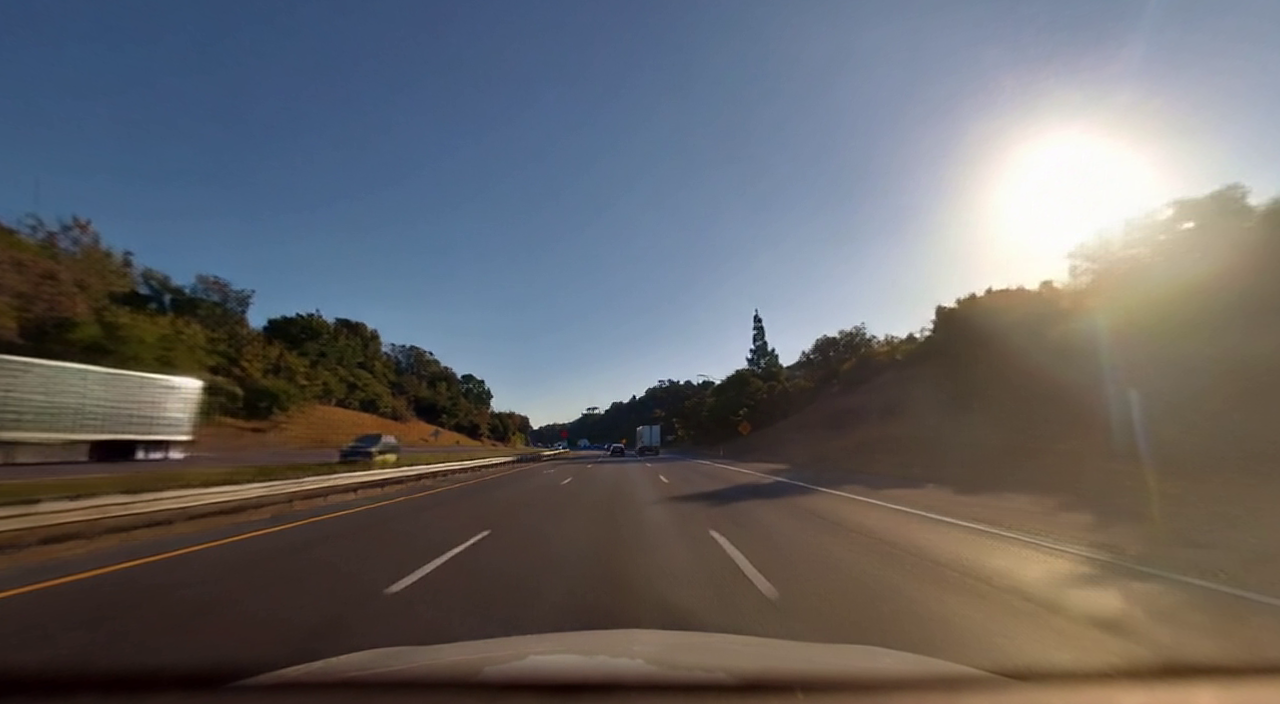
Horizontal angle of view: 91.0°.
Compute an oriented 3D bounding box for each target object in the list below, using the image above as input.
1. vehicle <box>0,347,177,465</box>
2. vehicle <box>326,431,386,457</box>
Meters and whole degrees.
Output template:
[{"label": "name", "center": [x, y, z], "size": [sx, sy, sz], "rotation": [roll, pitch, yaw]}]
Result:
[{"label": "vehicle", "center": [-24.701, 2.229, 24.493], "size": [3.152, 4.196, 13.755], "rotation": [0, -8, -1]}, {"label": "vehicle", "center": [-17.110, 5.582, 38.166], "size": [1.812, 1.488, 3.968], "rotation": [0, -8, -1]}]
